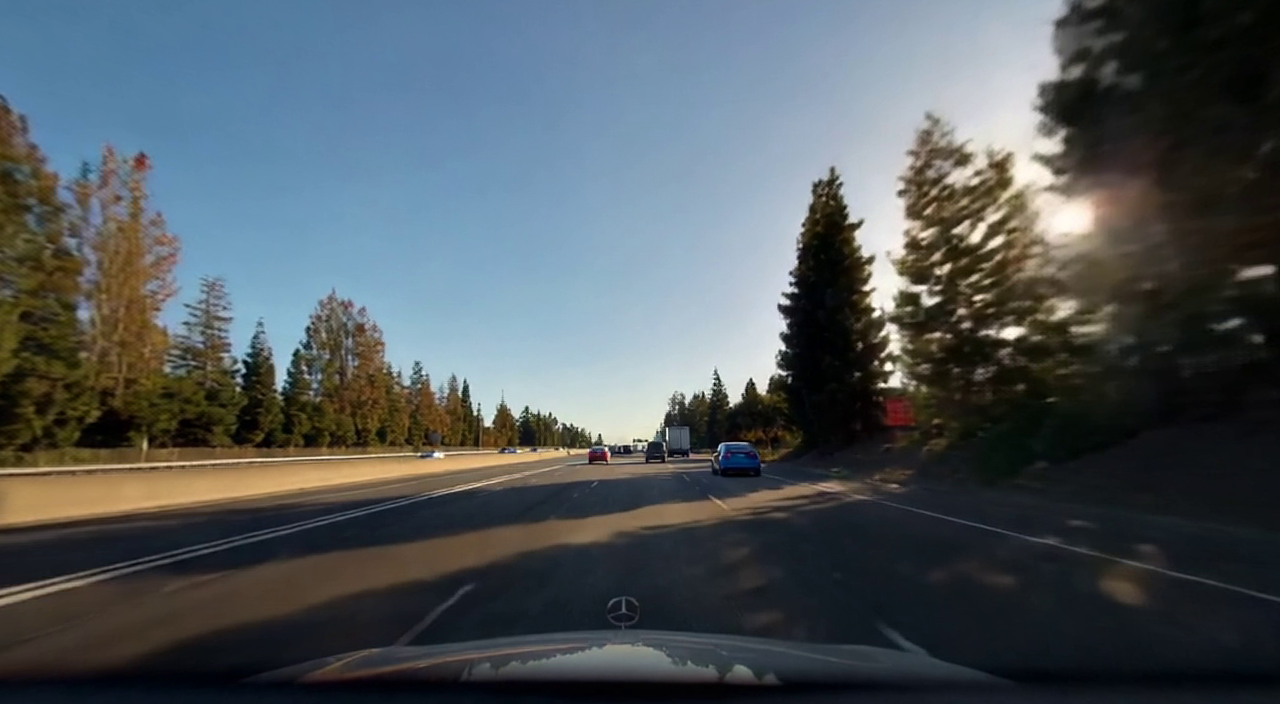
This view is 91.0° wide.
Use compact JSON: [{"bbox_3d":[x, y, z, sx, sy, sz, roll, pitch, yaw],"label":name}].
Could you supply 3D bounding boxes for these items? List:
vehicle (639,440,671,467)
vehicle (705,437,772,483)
[{"bbox_3d":[1.053,7.375,45.933,2.205,1.785,4.423,0,-9,0],"label":"vehicle"},{"bbox_3d":[3.976,4.426,26.115,2.082,1.720,4.393,0,-9,0],"label":"vehicle"}]
